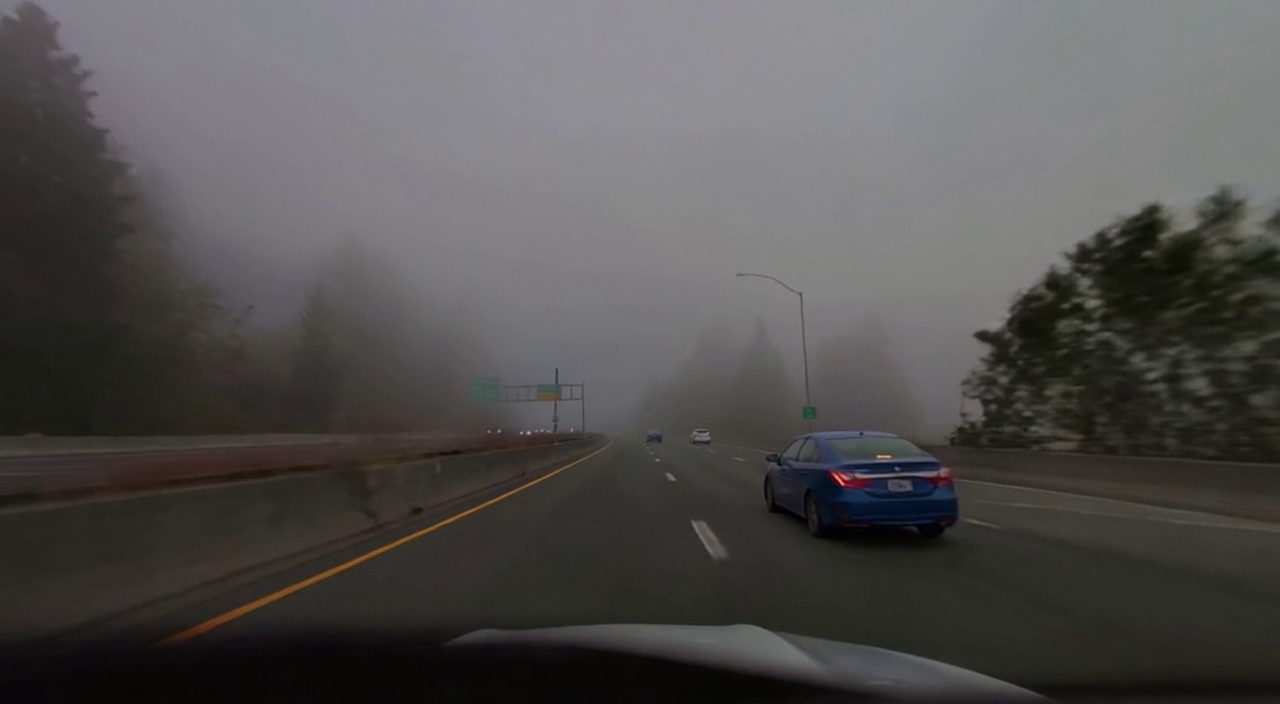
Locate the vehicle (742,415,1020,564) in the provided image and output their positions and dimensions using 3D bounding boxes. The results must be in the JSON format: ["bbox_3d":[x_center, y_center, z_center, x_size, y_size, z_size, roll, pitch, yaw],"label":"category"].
[{"bbox_3d":[2.708,1.634,8.334,1.977,1.443,4.225,0,-8,-1],"label":"vehicle"}]
